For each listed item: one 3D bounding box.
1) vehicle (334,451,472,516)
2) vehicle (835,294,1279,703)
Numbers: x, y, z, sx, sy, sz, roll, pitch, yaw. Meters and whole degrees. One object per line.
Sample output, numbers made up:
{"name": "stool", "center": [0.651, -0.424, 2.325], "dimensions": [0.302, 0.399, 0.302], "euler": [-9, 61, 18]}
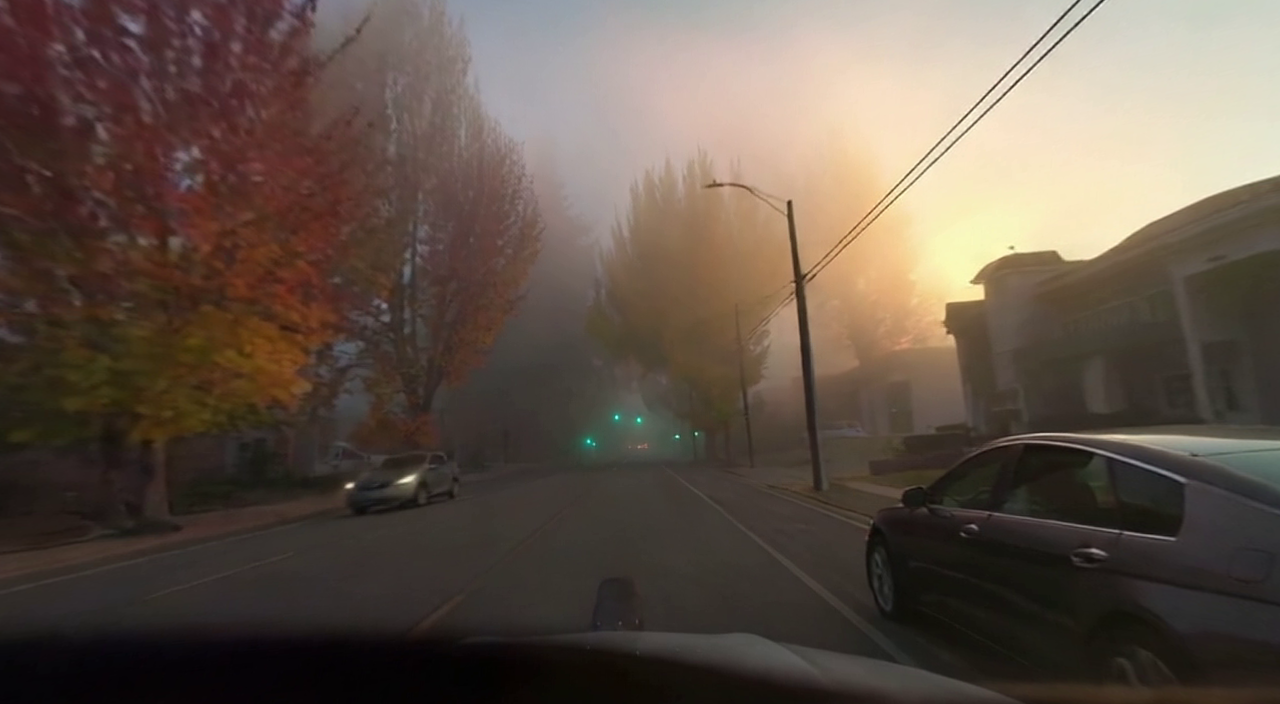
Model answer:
{"name": "vehicle", "center": [-6.259, 3.496, 17.385], "dimensions": [2.031, 1.521, 4.538], "euler": [0, -9, 0]}
{"name": "vehicle", "center": [2.954, 0.963, 3.338], "dimensions": [2.224, 1.791, 4.834], "euler": [0, -9, -1]}
